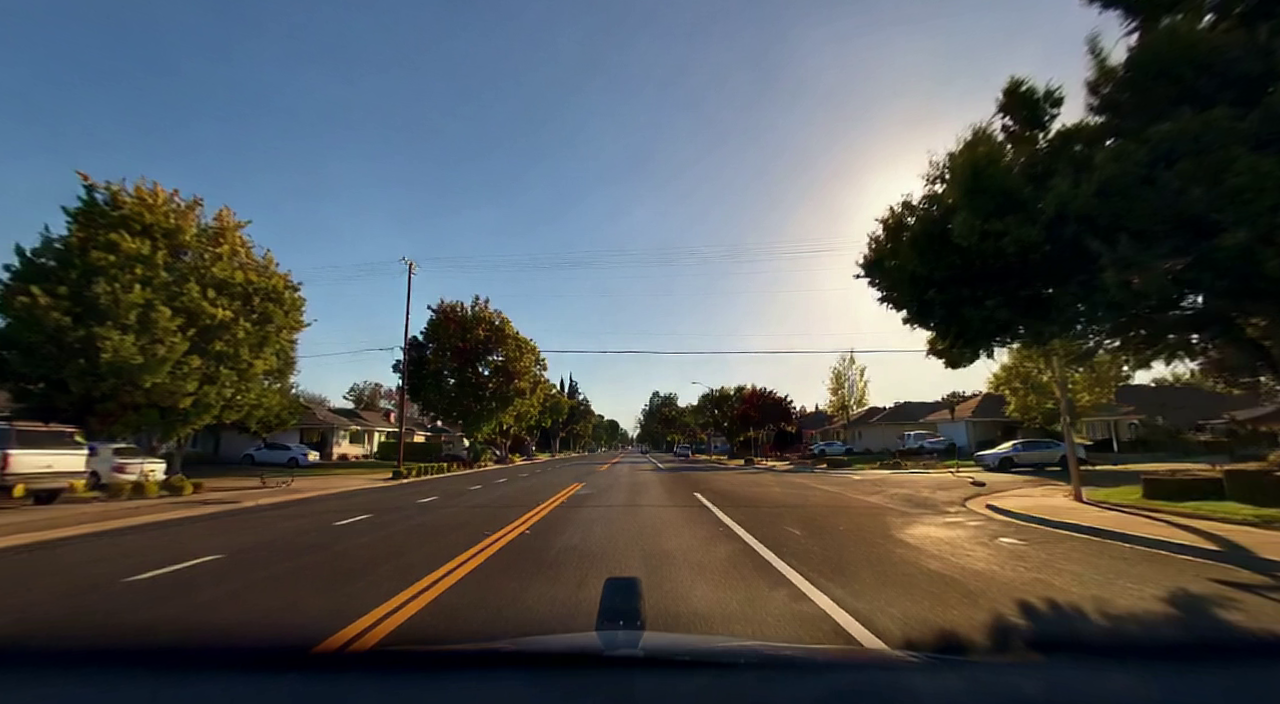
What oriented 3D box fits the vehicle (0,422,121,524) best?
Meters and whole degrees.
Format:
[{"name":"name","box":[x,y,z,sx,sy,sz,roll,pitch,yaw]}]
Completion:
[{"name":"vehicle","box":[-16.418,2.797,14.915,5.922,2.148,2.754,-1,-8,3]}]

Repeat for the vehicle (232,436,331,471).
[{"name":"vehicle","box":[-22.244,6.312,39.377,4.722,1.983,2.346,-1,-8,-2]}]
